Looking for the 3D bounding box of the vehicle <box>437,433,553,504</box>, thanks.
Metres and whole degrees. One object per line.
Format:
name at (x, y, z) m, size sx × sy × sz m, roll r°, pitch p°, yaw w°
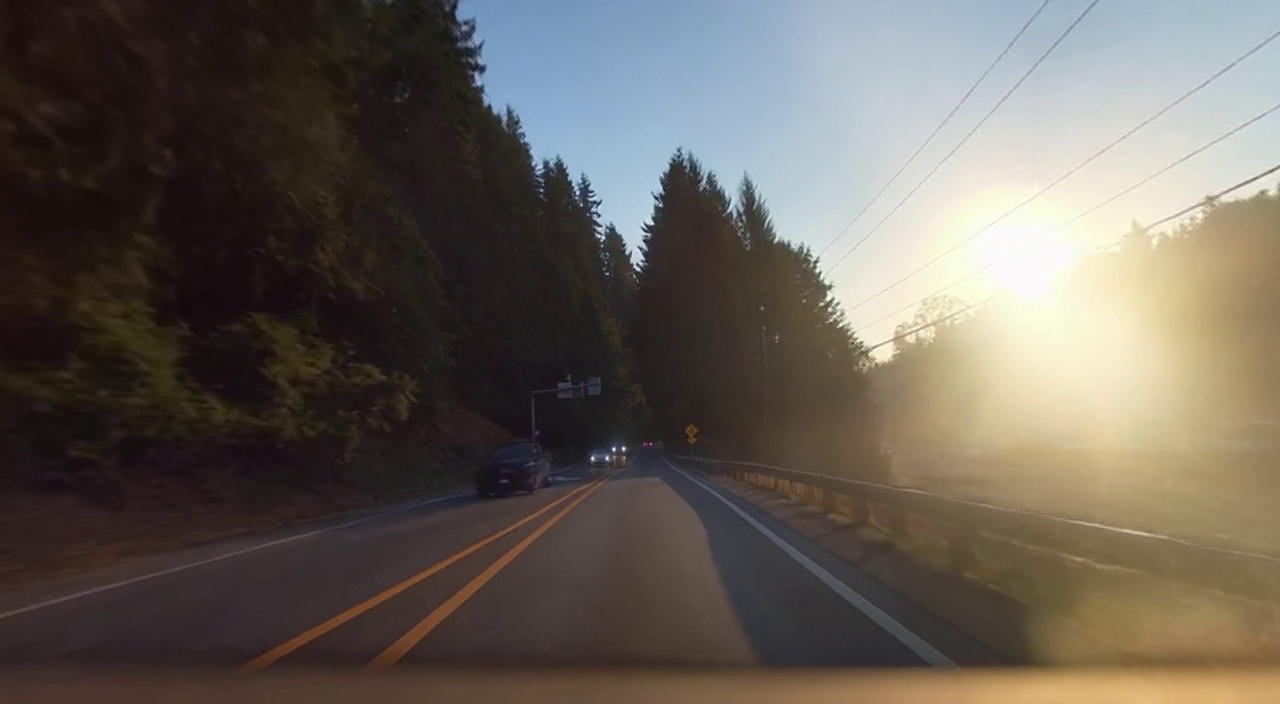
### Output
vehicle at (-3.922, 3.239, 18.085) m, size 2.007 × 1.726 × 5.097 m, roll 0°, pitch -8°, yaw 2°
